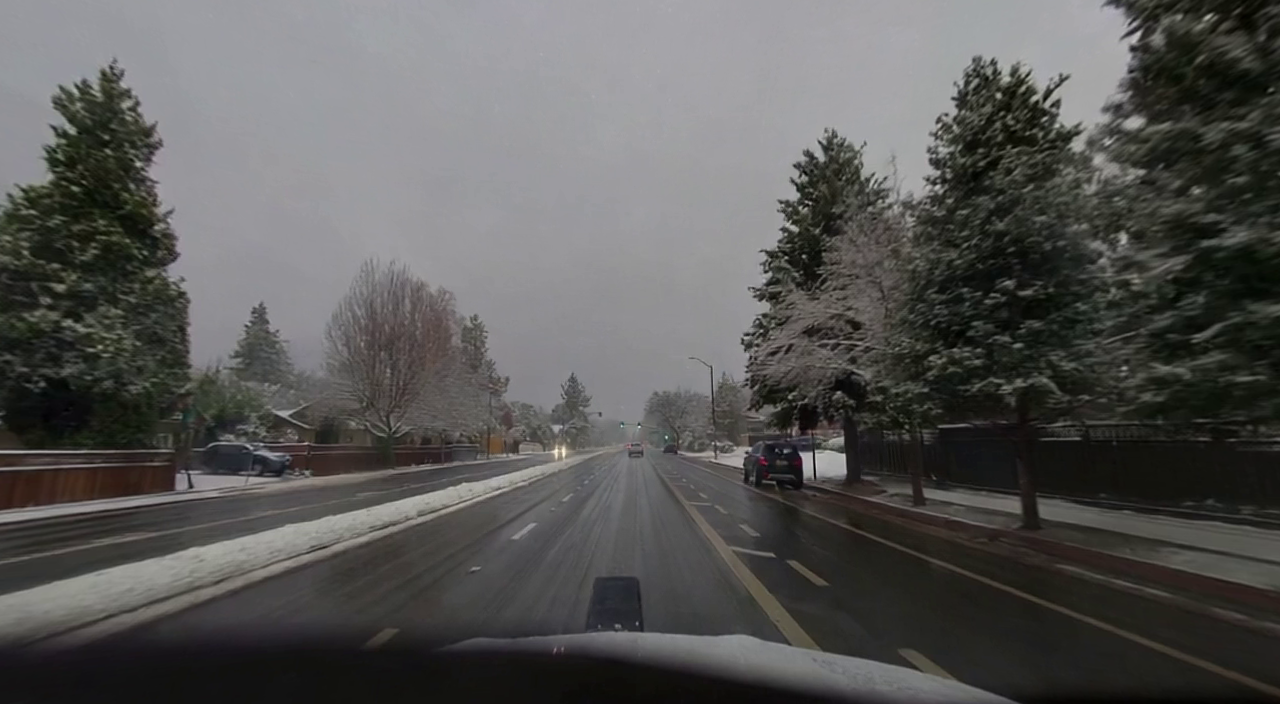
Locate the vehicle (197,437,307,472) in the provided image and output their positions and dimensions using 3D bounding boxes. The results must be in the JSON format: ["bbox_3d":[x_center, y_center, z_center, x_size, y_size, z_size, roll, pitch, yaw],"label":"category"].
[{"bbox_3d":[-21.288,5.627,34.822,4.666,1.677,1.978,3,-9,-2],"label":"vehicle"}]

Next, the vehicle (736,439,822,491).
[{"bbox_3d":[4.810,3.984,22.653,1.967,1.631,4.692,0,-8,-1],"label":"vehicle"}]
